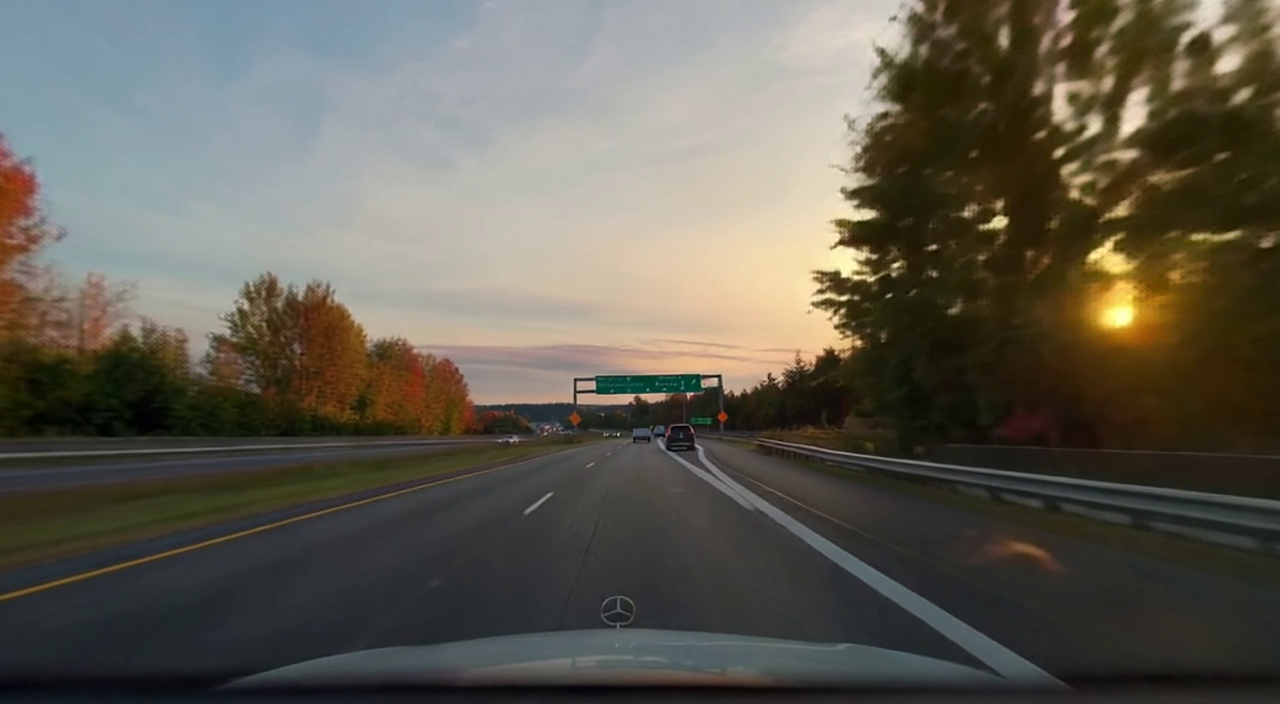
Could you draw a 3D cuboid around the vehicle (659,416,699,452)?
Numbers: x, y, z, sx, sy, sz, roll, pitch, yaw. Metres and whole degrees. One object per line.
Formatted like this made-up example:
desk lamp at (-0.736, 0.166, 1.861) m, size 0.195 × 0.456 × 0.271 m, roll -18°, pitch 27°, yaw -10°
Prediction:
vehicle at (2.604, 5.636, 43.362) m, size 2.450 × 2.314 × 4.753 m, roll 0°, pitch -8°, yaw 0°
